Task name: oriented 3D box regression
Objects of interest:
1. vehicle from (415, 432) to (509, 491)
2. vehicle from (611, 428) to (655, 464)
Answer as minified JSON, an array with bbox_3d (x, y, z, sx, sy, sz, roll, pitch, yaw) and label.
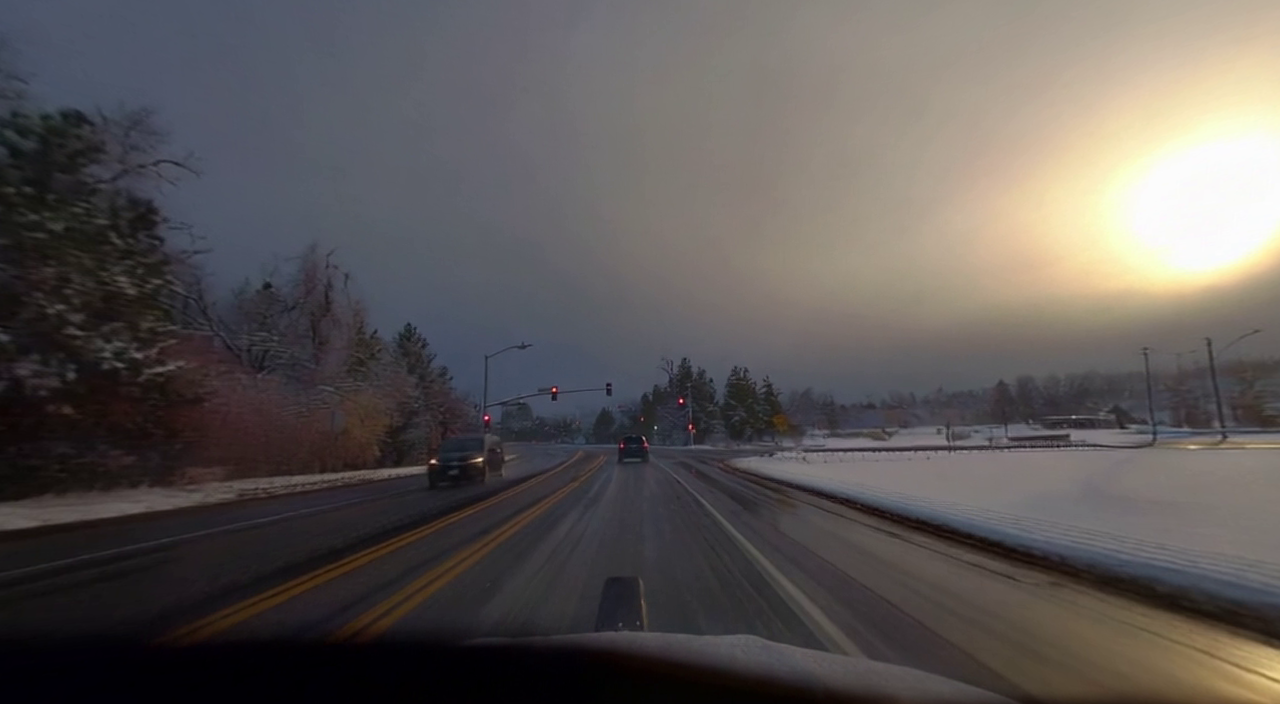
[{"bbox_3d":[-6.596,4.106,24.055,2.378,1.853,4.847,-3,-8,-3],"label":"vehicle"},{"bbox_3d":[-0.454,5.810,39.102,2.574,2.059,5.331,0,-8,-1],"label":"vehicle"}]
